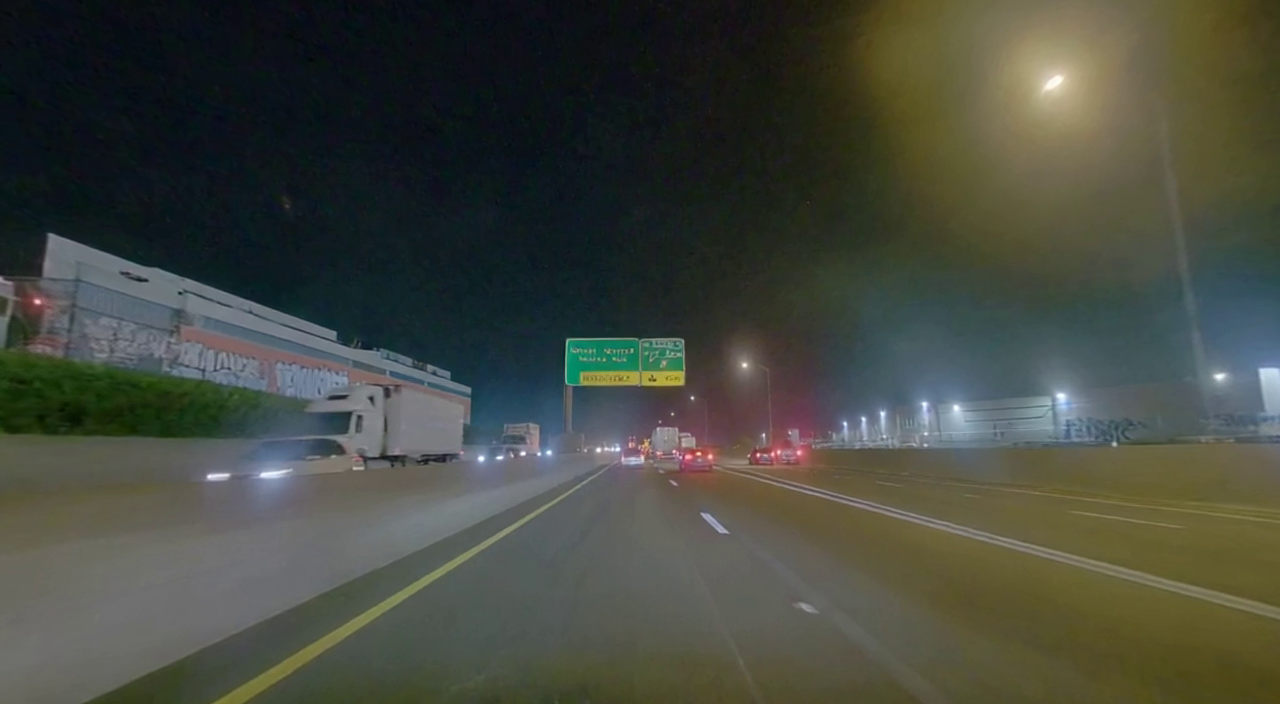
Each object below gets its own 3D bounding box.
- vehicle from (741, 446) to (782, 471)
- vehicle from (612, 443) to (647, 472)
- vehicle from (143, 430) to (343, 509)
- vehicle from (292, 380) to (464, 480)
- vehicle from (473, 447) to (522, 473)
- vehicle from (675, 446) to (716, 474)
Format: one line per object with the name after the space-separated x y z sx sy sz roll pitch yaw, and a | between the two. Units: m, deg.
8.604 7.594 44.763 2.107 1.648 4.324 0 -9 1 | vehicle
-0.641 6.821 40.808 2.169 1.753 4.151 0 -9 0 | vehicle
-8.830 2.643 14.459 1.914 1.539 4.034 0 -9 0 | vehicle
-12.714 4.254 32.773 2.905 4.059 14.156 0 -9 0 | vehicle
-8.638 6.558 38.280 1.907 1.470 4.436 0 -9 0 | vehicle
3.309 6.587 38.425 2.045 1.605 4.674 0 -9 -1 | vehicle
